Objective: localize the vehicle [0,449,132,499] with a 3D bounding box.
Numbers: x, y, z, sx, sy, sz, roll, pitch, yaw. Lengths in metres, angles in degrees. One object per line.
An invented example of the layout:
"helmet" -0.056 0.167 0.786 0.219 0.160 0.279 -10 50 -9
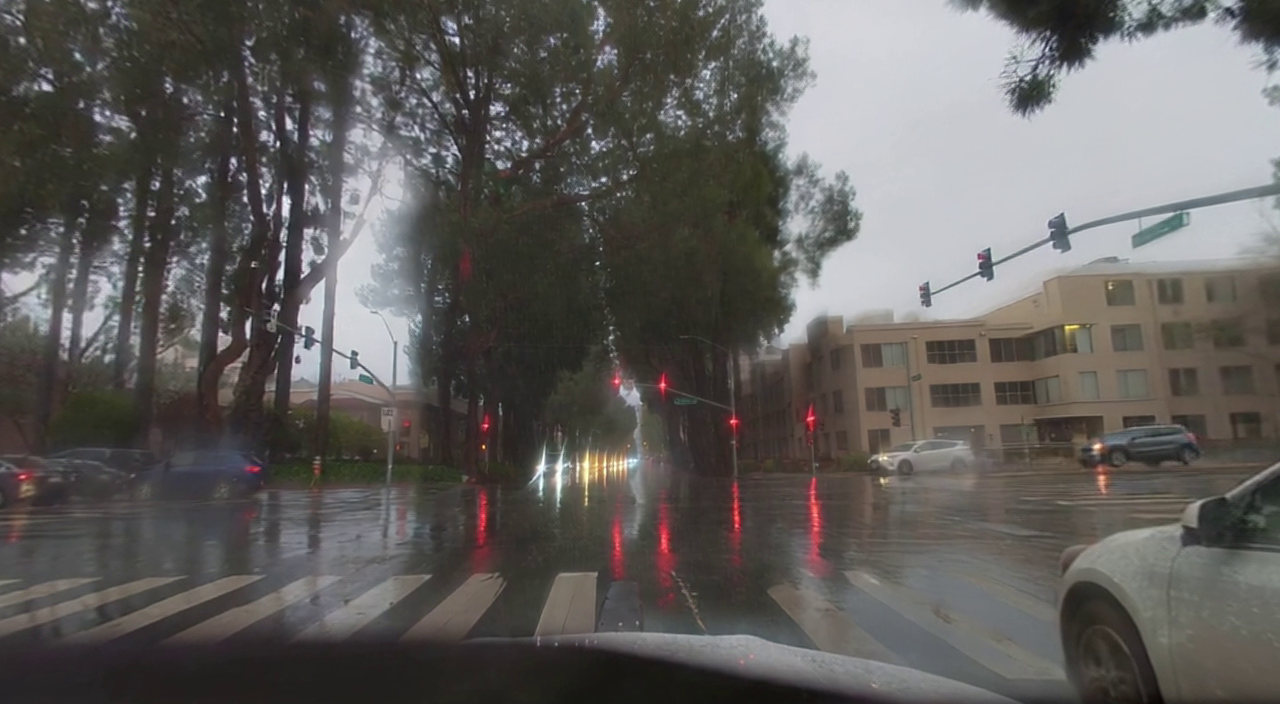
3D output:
"vehicle" -22.058 4.442 23.238 4.748 1.727 2.325 0 -8 1

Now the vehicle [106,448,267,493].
"vehicle" -18.936 4.986 26.632 4.798 1.763 2.536 0 -10 0

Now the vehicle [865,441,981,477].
"vehicle" 15.605 5.927 35.123 5.220 1.897 2.596 0 -8 0

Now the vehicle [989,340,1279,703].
"vehicle" 3.632 0.868 2.738 2.227 1.705 4.719 -2 -8 10
